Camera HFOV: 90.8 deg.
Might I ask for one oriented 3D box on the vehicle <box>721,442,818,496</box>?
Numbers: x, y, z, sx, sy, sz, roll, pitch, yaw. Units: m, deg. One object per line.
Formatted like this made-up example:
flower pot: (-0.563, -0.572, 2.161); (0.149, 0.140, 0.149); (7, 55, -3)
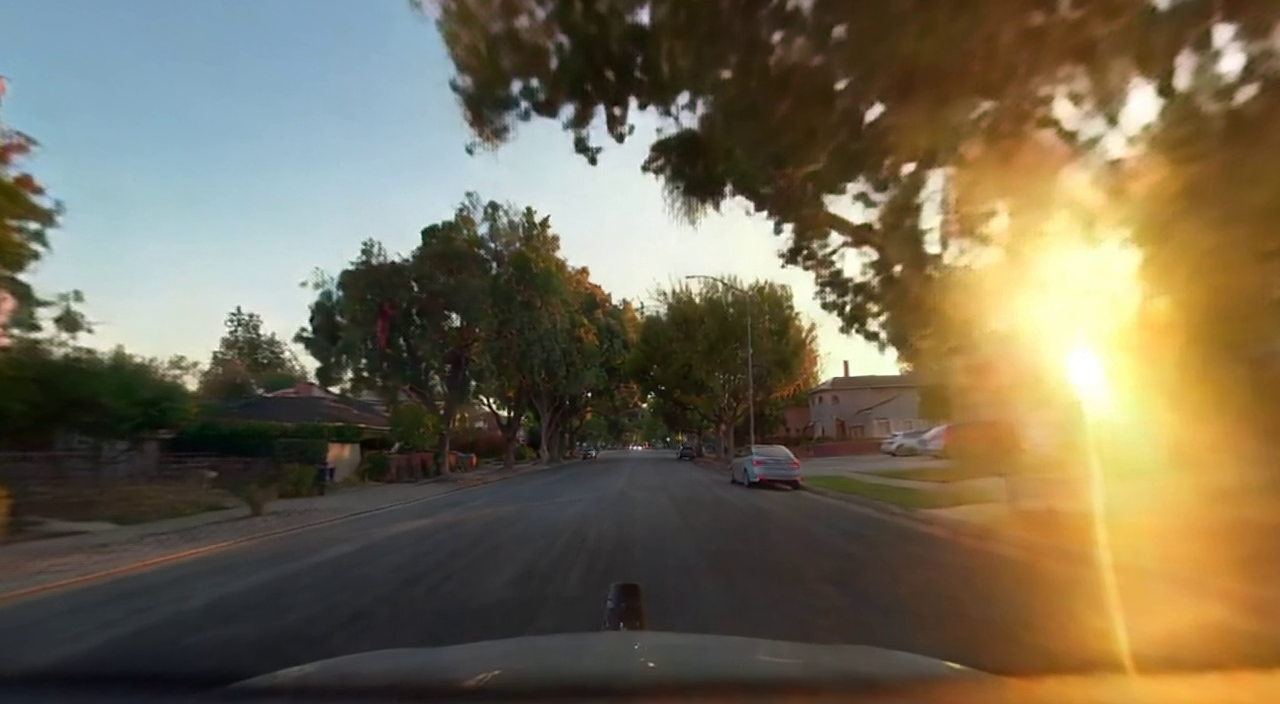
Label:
vehicle: (3.852, 3.558, 19.623); (2.013, 1.473, 4.329); (0, -9, -1)
